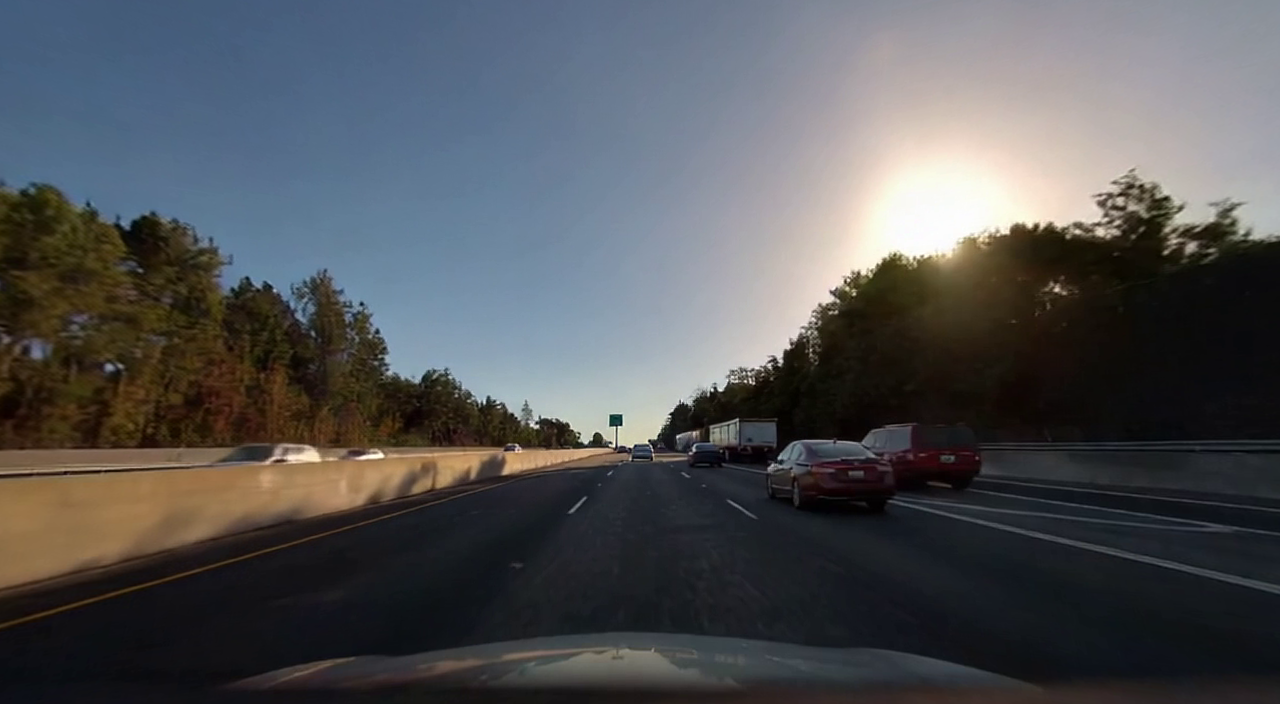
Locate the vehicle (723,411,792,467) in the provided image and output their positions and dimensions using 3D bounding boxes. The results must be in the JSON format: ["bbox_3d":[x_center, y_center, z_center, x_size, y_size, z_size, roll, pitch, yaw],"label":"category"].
[{"bbox_3d":[7.972,6.147,44.124,3.049,3.525,9.248,0,-8,0],"label":"vehicle"}]

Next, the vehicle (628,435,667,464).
[{"bbox_3d":[0.465,6.117,39.492,2.313,1.736,4.215,0,-8,1],"label":"vehicle"}]

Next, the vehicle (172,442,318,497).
[{"bbox_3d":[-13.471,3.993,21.847,1.987,1.671,4.600,0,-8,1],"label":"vehicle"}]

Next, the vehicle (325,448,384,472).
[{"bbox_3d":[-20.510,7.765,45.305,1.942,1.613,4.648,0,-8,1],"label":"vehicle"}]

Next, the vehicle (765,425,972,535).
[{"bbox_3d":[3.629,2.108,11.044,1.888,1.501,4.608,0,-8,0],"label":"vehicle"}]

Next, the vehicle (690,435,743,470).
[{"bbox_3d":[3.826,5.127,32.197,2.084,1.668,4.511,0,-8,-1],"label":"vehicle"}]
